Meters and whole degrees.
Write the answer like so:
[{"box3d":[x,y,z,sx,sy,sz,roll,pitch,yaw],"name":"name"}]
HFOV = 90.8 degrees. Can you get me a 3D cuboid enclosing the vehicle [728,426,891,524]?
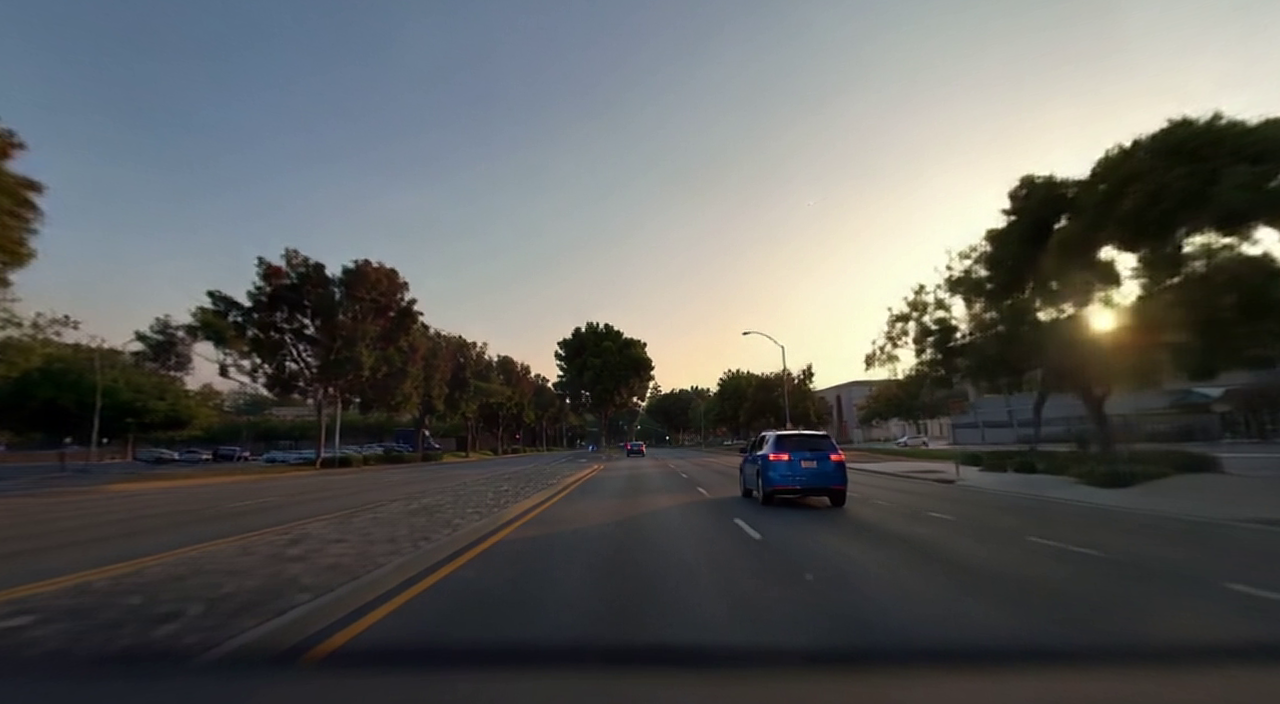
[{"box3d":[3.215,2.429,13.042,2.060,1.665,4.284,0,-8,-1],"name":"vehicle"}]
